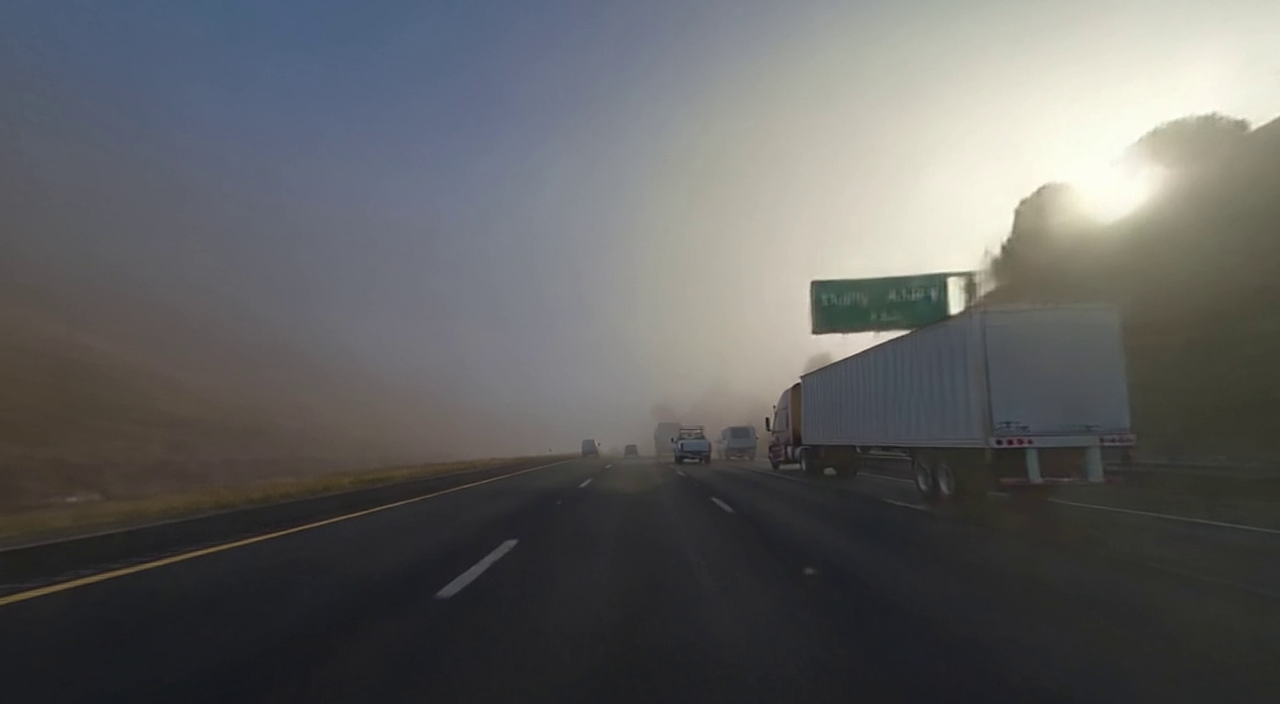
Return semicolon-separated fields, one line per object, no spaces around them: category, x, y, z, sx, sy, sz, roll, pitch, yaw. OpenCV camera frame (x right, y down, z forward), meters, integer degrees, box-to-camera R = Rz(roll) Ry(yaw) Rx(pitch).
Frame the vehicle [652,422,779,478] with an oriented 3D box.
vehicle;3.156;4.228;27.437;5.075;2.277;2.365;0;-9;-3

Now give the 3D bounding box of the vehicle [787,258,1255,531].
vehicle;7.594;1.811;17.751;2.935;4.187;16.357;0;-9;0

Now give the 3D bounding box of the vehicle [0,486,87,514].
vehicle;-40.882;10.098;43.320;1.837;1.540;4.565;0;-9;-2

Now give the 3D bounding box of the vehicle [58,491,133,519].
vehicle;-36.630;10.278;42.617;1.705;1.485;3.776;0;-9;-1
